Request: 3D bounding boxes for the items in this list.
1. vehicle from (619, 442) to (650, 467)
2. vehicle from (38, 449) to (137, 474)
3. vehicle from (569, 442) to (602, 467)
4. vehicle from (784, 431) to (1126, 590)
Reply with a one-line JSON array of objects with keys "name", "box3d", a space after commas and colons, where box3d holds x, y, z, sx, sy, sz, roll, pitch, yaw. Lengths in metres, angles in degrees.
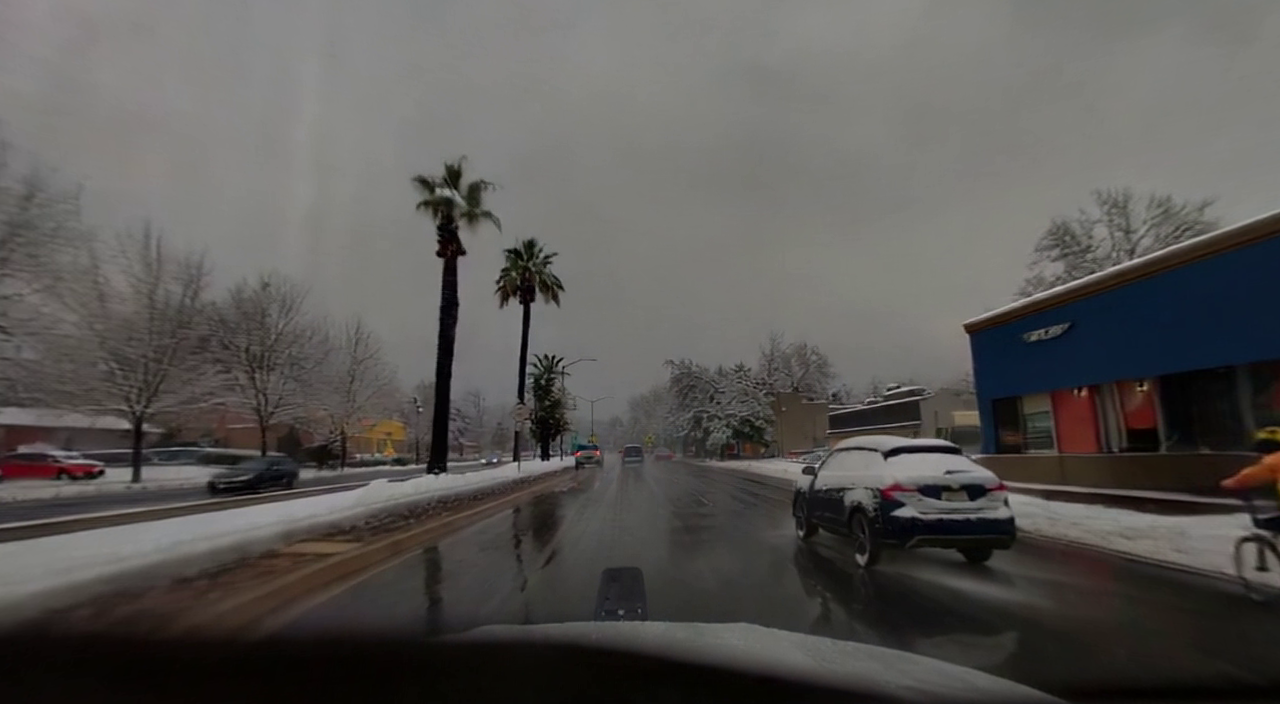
[{"name": "vehicle", "box3d": [-0.418, 7.211, 44.407, 2.102, 1.653, 3.698, 0, -9, -1]}, {"name": "vehicle", "box3d": [-35.739, 7.061, 40.972, 4.294, 1.515, 2.111, 1, -9, -4]}, {"name": "vehicle", "box3d": [-4.052, 7.684, 47.635, 2.071, 1.744, 4.500, 0, -9, 0]}, {"name": "vehicle", "box3d": [3.557, 1.864, 8.404, 2.090, 1.503, 4.566, 0, -9, -1]}]
